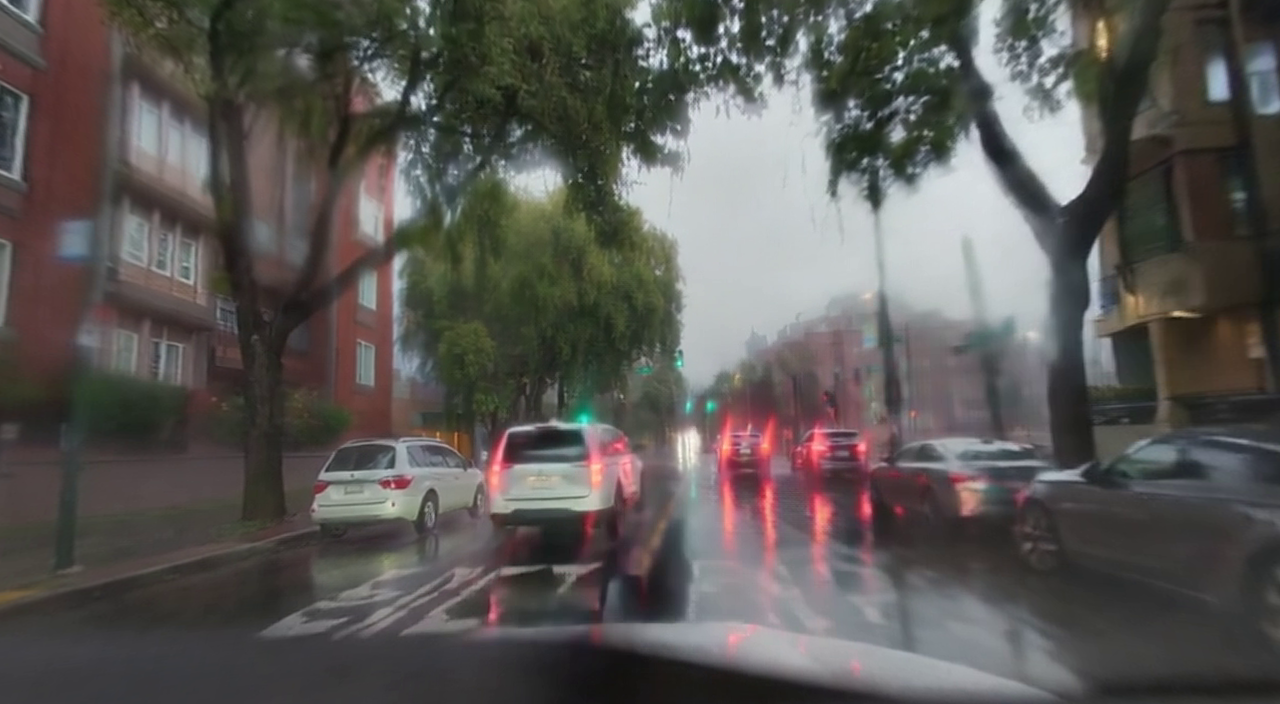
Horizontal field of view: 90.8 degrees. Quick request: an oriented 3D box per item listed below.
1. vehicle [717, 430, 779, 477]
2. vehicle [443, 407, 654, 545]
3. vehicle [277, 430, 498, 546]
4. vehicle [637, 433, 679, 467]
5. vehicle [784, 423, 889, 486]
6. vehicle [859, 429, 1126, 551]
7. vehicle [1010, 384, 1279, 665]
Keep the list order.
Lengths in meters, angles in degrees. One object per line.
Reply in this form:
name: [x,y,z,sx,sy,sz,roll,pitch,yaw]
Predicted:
vehicle: [4.088,3.855,24.163,2.111,1.619,4.077,-2,-9,9]
vehicle: [-1.209,2.061,11.214,2.333,1.832,5.200,-1,-9,7]
vehicle: [-4.491,2.461,12.184,2.013,1.772,4.439,-1,-9,7]
vehicle: [1.043,5.308,34.443,1.979,1.723,3.849,-1,-8,6]
vehicle: [6.309,3.373,21.051,2.093,1.815,5.441,-1,-8,4]
vehicle: [4.971,1.977,9.794,1.937,1.442,4.338,-1,-9,5]
vehicle: [4.666,1.087,4.285,1.883,1.601,4.305,-1,-8,4]
